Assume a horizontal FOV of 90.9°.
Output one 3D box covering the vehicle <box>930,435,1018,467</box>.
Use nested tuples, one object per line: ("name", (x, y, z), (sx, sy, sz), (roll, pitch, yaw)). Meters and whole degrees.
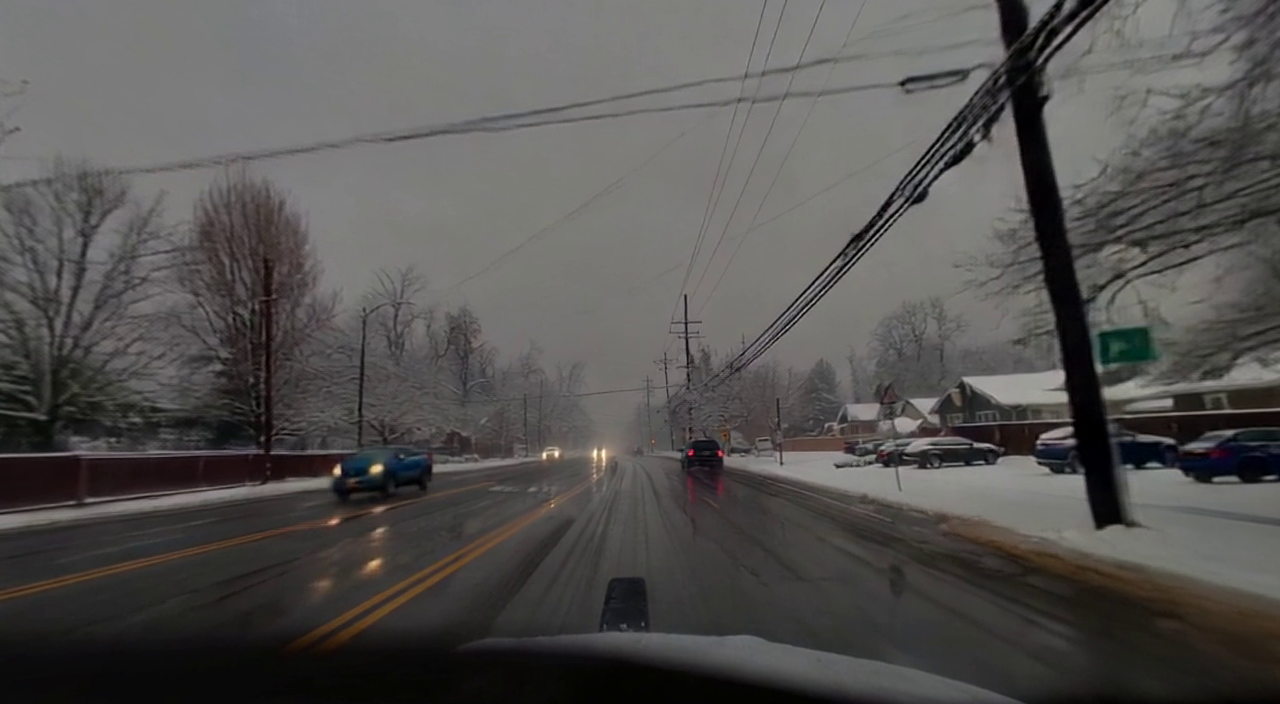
("vehicle", (16.065, 4.798, 30.600), (1.747, 1.405, 4.372), (0, -9, -2))

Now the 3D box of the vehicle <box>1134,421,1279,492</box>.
("vehicle", (15.221, 2.535, 15.658), (4.135, 1.558, 1.929), (-2, -8, 2))

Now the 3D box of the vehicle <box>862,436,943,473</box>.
("vehicle", (12.359, 4.847, 30.044), (1.970, 1.561, 4.725), (-1, -9, 3))

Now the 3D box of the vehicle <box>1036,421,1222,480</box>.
("vehicle", (16.442, 3.354, 21.437), (4.329, 1.682, 2.240), (-3, -9, 2))

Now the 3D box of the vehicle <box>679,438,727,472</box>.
("vehicle", (3.583, 5.986, 36.877), (2.144, 1.843, 4.827), (0, -9, -2))

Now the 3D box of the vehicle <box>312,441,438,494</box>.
("vehicle", (-8.924, 3.916, 21.737), (2.179, 1.613, 4.516), (-1, -9, 3))
